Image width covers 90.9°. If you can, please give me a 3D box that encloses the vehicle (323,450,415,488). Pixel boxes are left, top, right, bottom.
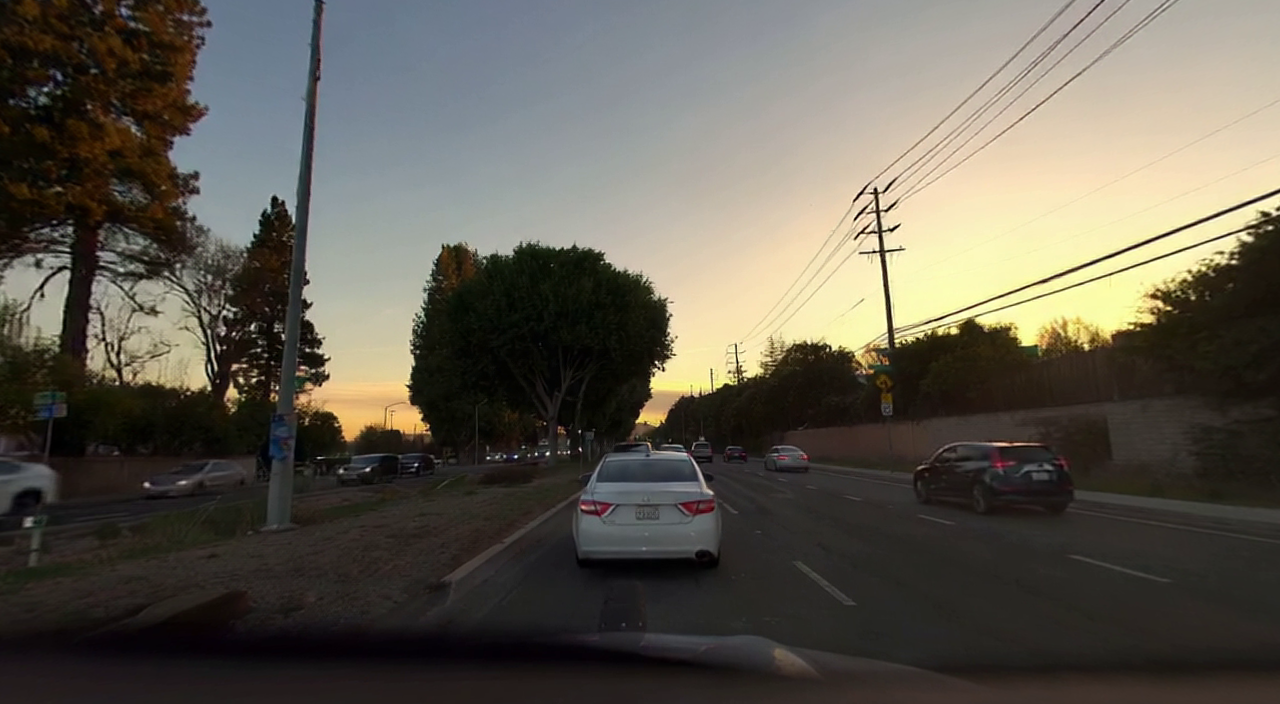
[{"bbox_3d":[-11.821,5.109,27.891,1.988,1.486,4.586,0,-8,1],"label":"vehicle"}]

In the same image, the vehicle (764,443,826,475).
[{"bbox_3d":[7.554,5.230,31.163,1.899,1.458,4.499,0,-8,-1],"label":"vehicle"}]

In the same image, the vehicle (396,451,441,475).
[{"bbox_3d":[-15.095,7.547,43.172,1.701,1.494,3.791,0,-8,0],"label":"vehicle"}]

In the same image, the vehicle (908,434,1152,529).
[{"bbox_3d":[7.081,2.363,12.172,1.850,1.480,4.474,0,-8,0],"label":"vehicle"}]

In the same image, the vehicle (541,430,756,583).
[{"bbox_3d":[0.076,1.813,8.232,2.108,1.479,3.935,0,-8,0],"label":"vehicle"}]

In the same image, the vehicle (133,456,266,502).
[{"bbox_3d":[-16.366,4.693,23.778,1.856,1.452,4.530,0,-8,-2],"label":"vehicle"}]
